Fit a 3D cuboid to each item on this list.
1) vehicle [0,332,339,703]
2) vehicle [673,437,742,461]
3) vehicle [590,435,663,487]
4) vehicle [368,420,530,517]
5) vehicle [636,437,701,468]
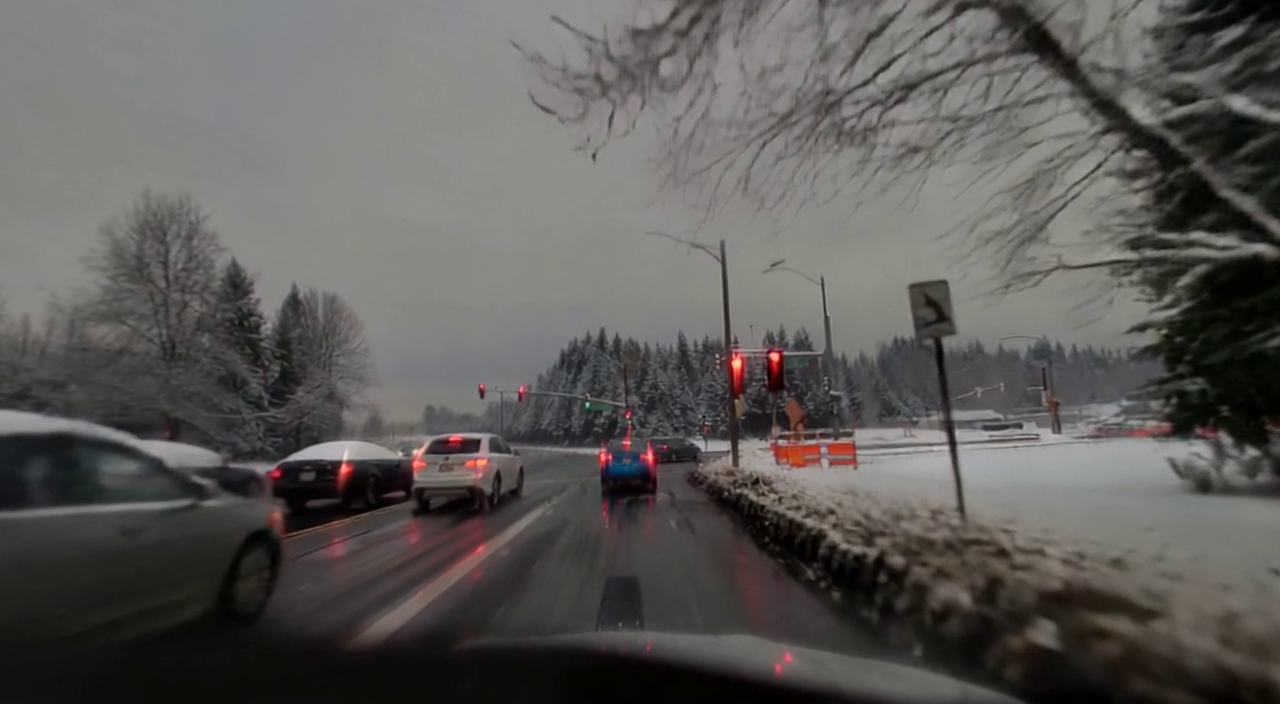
[{"bbox_3d":[-4.014,1.022,3.633,2.236,1.886,4.792,-3,-9,0],"label":"vehicle"},{"bbox_3d":[4.506,6.394,41.784,4.345,1.480,1.800,5,-10,-33],"label":"vehicle"},{"bbox_3d":[-0.365,3.582,21.017,2.183,1.506,4.286,0,-9,1],"label":"vehicle"},{"bbox_3d":[-4.148,2.647,14.843,2.240,1.844,5.043,0,-9,0],"label":"vehicle"},{"bbox_3d":[1.596,5.268,33.199,1.873,1.477,4.467,-4,-9,24],"label":"vehicle"}]
